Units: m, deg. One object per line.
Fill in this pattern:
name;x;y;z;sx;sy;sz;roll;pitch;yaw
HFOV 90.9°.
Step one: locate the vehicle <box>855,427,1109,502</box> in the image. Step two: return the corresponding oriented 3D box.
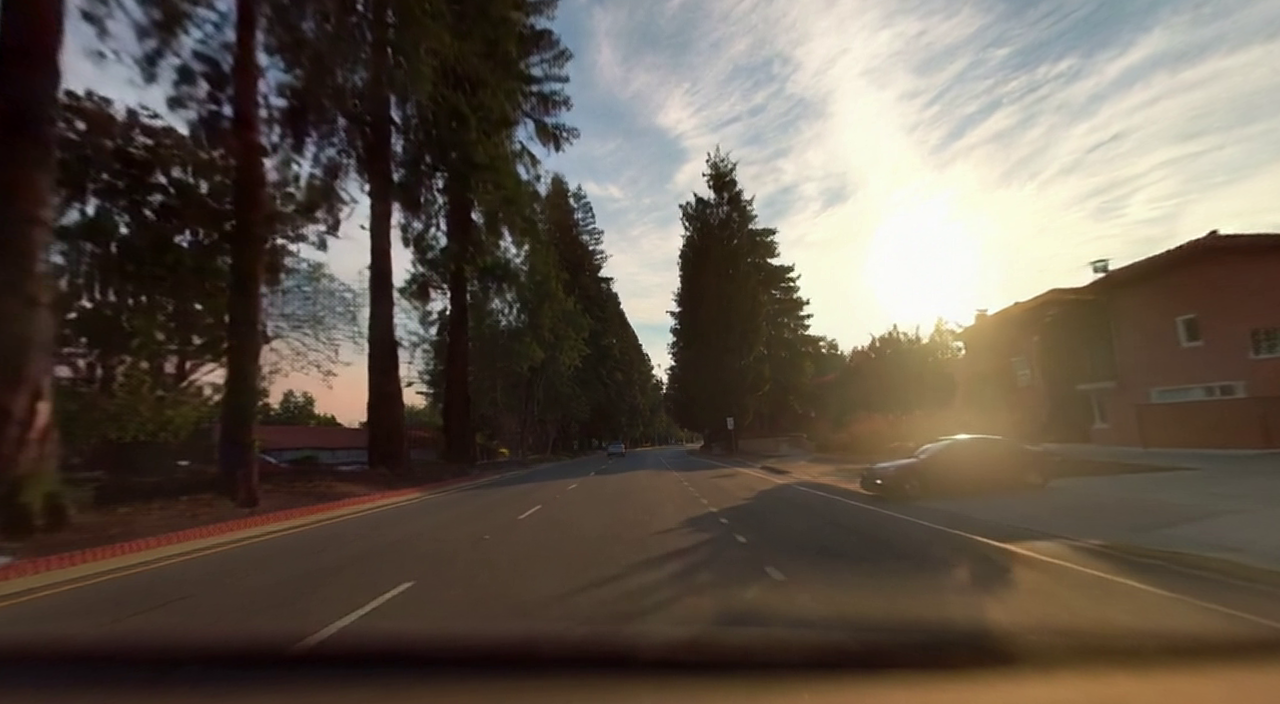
vehicle;7.420;2.504;14.215;4.575;1.514;1.932;-2;-9;10
